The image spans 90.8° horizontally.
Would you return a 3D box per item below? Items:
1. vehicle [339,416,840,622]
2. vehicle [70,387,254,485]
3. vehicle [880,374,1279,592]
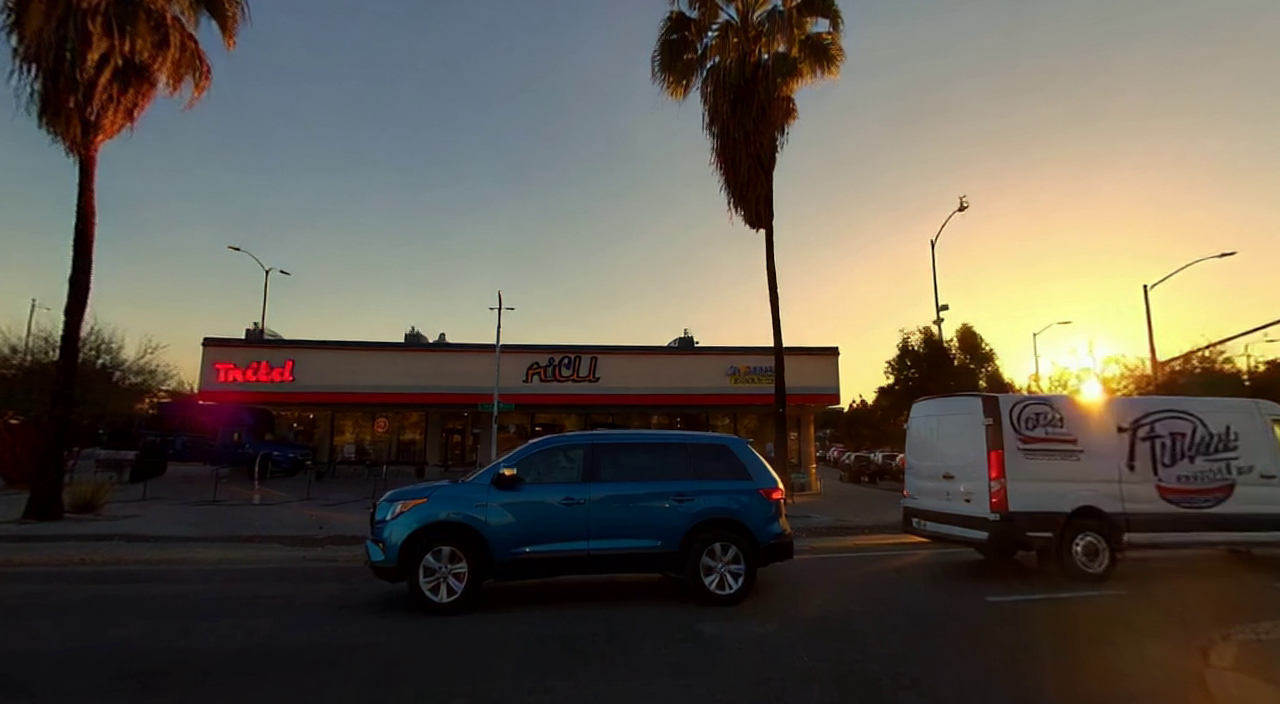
[{"bbox_3d":[-0.483,1.629,6.837,4.493,1.728,2.137,1,-9,-9],"label":"vehicle"},{"bbox_3d":[-21.665,3.965,29.431,3.034,3.929,7.699,1,-9,-6],"label":"vehicle"},{"bbox_3d":[6.636,1.544,8.030,6.246,2.202,2.277,1,-9,-8],"label":"vehicle"}]
